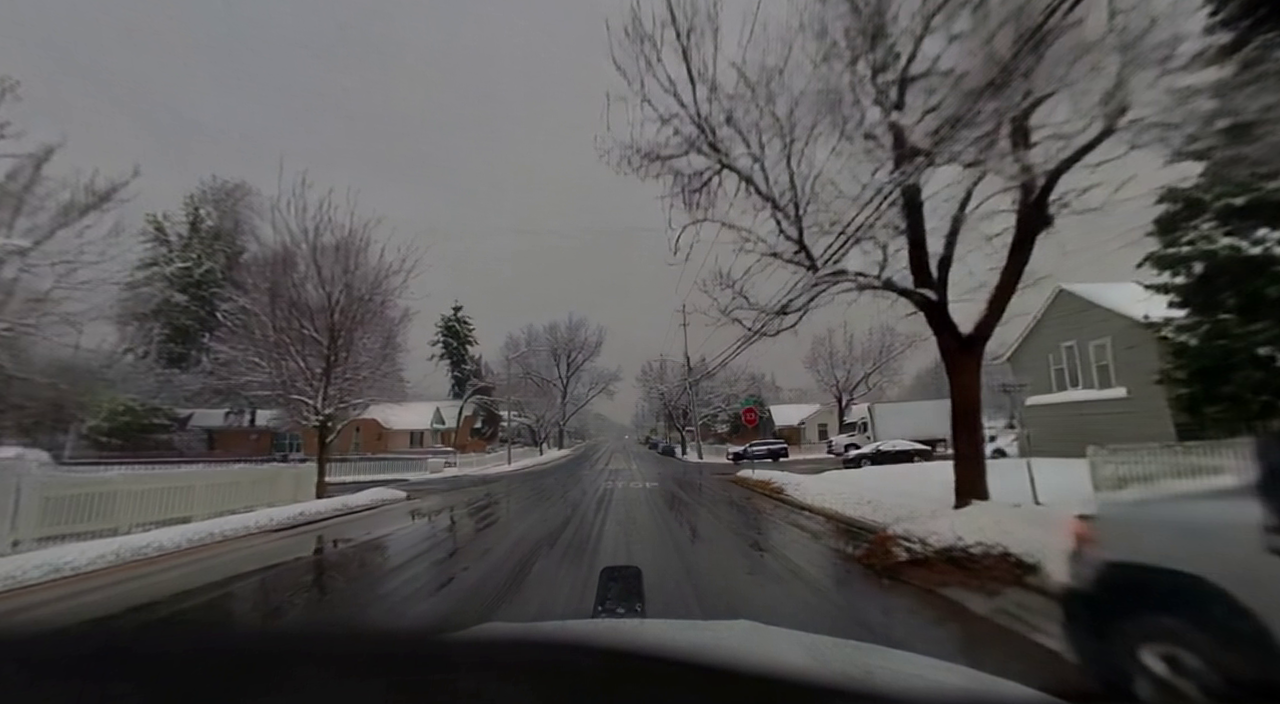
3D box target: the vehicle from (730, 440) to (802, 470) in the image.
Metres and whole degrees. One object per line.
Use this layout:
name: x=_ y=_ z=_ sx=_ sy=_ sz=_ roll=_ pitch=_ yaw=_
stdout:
vehicle: x=7.530 y=6.191 z=38.123 sx=3.867 sy=1.710 sz=2.107 roll=0 pitch=-9 yaw=-1

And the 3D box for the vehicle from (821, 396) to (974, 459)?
vehicle: x=15.225 y=4.599 z=37.909 sx=7.759 sy=3.523 sz=2.930 roll=-1 pitch=-9 yaw=0

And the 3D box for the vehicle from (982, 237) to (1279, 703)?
vehicle: x=2.700 y=0.445 z=0.509 sx=2.126 sy=1.795 sz=4.751 roll=0 pitch=-9 yaw=0
